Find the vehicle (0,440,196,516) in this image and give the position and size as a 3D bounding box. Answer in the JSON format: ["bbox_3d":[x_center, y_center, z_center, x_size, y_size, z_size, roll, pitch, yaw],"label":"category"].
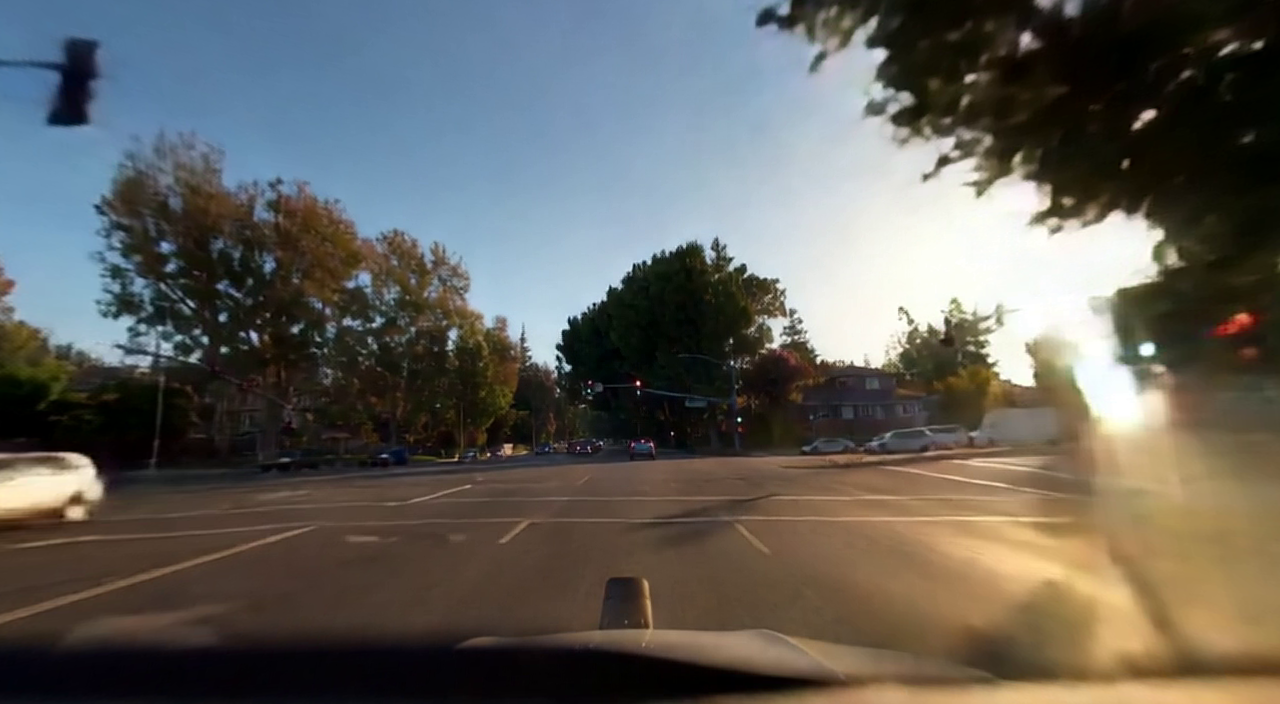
[{"bbox_3d":[-14.972,3.306,17.290,2.138,1.761,4.611,0,-8,1],"label":"vehicle"}]

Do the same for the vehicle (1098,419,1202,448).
[{"bbox_3d":[35.102,5.622,43.496,5.343,1.946,2.031,0,-8,1],"label":"vehicle"}]

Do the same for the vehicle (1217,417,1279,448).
[{"bbox_3d":[34.482,4.355,34.001,4.586,1.634,2.107,0,-8,1],"label":"vehicle"}]

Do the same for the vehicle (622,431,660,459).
[{"bbox_3d":[0.070,6.221,42.169,2.437,1.737,4.420,0,-8,0],"label":"vehicle"}]

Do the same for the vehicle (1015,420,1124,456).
[{"bbox_3d":[25.231,5.060,37.144,4.897,1.637,1.895,-5,-8,1],"label":"vehicle"}]

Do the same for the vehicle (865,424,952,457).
[{"bbox_3d":[17.366,5.732,40.887,4.554,1.704,2.121,-6,-7,1],"label":"vehicle"}]

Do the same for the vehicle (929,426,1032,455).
[{"bbox_3d":[18.475,4.823,34.352,4.474,1.482,1.937,0,-8,1],"label":"vehicle"}]
